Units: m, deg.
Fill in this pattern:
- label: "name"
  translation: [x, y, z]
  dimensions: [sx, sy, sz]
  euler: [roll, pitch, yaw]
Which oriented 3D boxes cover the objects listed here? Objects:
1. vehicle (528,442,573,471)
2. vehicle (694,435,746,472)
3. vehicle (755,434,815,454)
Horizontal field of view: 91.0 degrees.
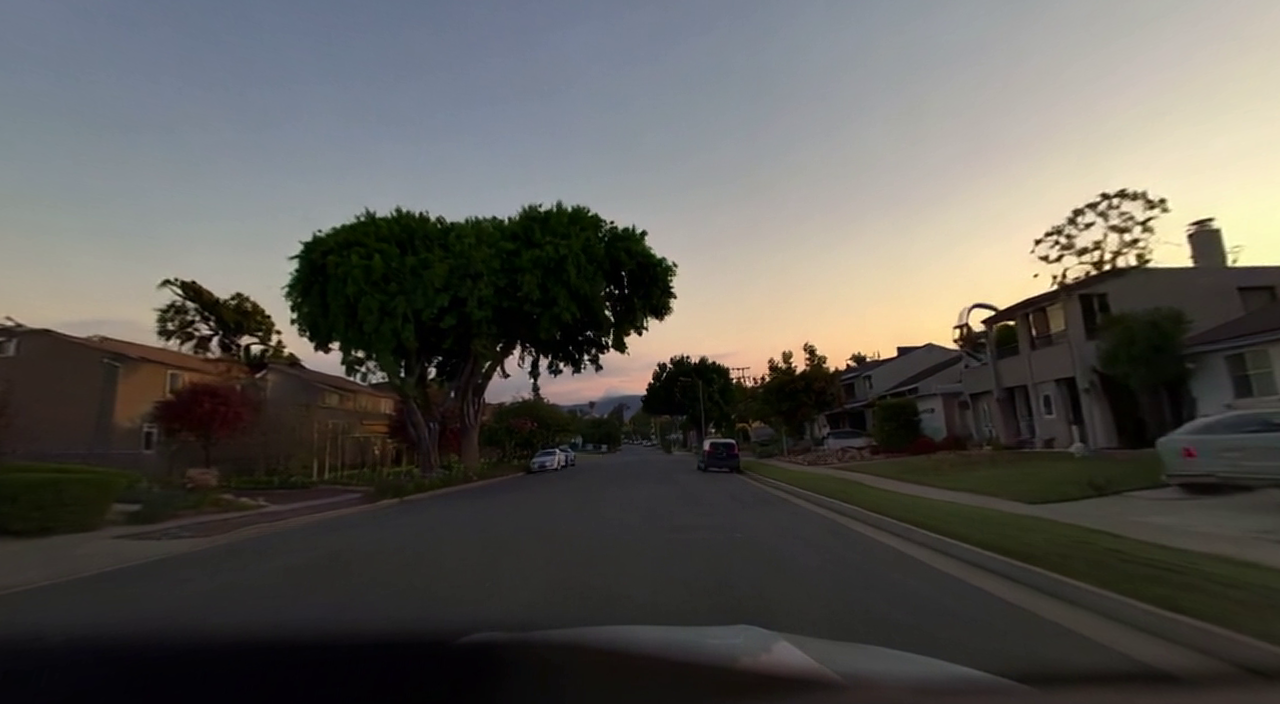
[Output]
- label: "vehicle"
  translation: [-5.510, 6.515, 39.393]
  dimensions: [2.005, 1.706, 4.428]
  euler: [-1, -8, 2]
- label: "vehicle"
  translation: [4.058, 5.267, 32.802]
  dimensions: [2.176, 1.762, 4.622]
  euler: [0, -8, 1]
- label: "vehicle"
  translation: [11.152, 7.089, 48.663]
  dimensions: [4.153, 1.481, 1.865]
  euler: [0, -9, 1]
